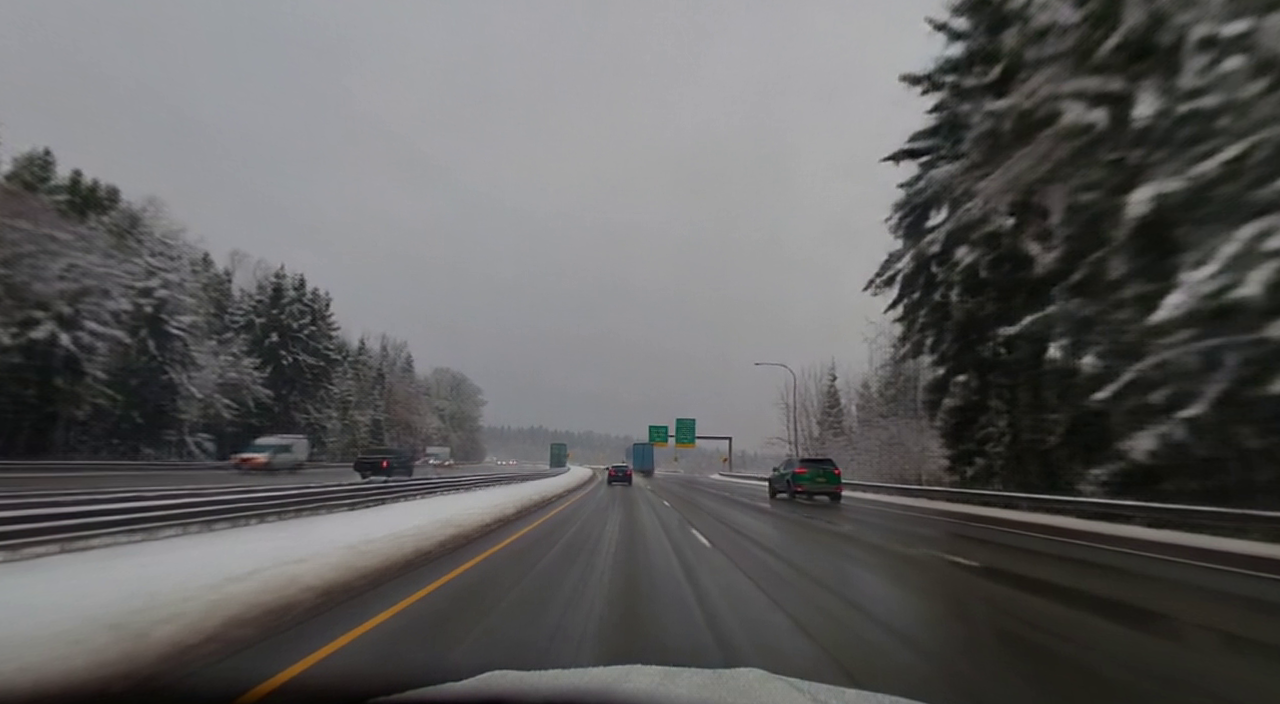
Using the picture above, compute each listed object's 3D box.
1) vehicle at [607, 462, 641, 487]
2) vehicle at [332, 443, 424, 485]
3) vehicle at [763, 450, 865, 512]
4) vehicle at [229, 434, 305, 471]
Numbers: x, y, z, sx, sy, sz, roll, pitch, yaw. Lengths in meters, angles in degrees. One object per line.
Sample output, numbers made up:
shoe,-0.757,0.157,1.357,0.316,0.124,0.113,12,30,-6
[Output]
vehicle,-1.037,7.795,40.069,1.987,1.467,3.903,1,-10,-2
vehicle,-11.418,4.970,27.874,1.952,1.618,4.859,1,-10,0
vehicle,5.599,4.238,21.016,1.998,1.776,4.663,1,-10,-1
vehicle,-28.923,7.906,49.134,2.260,2.650,6.057,1,-10,-2
